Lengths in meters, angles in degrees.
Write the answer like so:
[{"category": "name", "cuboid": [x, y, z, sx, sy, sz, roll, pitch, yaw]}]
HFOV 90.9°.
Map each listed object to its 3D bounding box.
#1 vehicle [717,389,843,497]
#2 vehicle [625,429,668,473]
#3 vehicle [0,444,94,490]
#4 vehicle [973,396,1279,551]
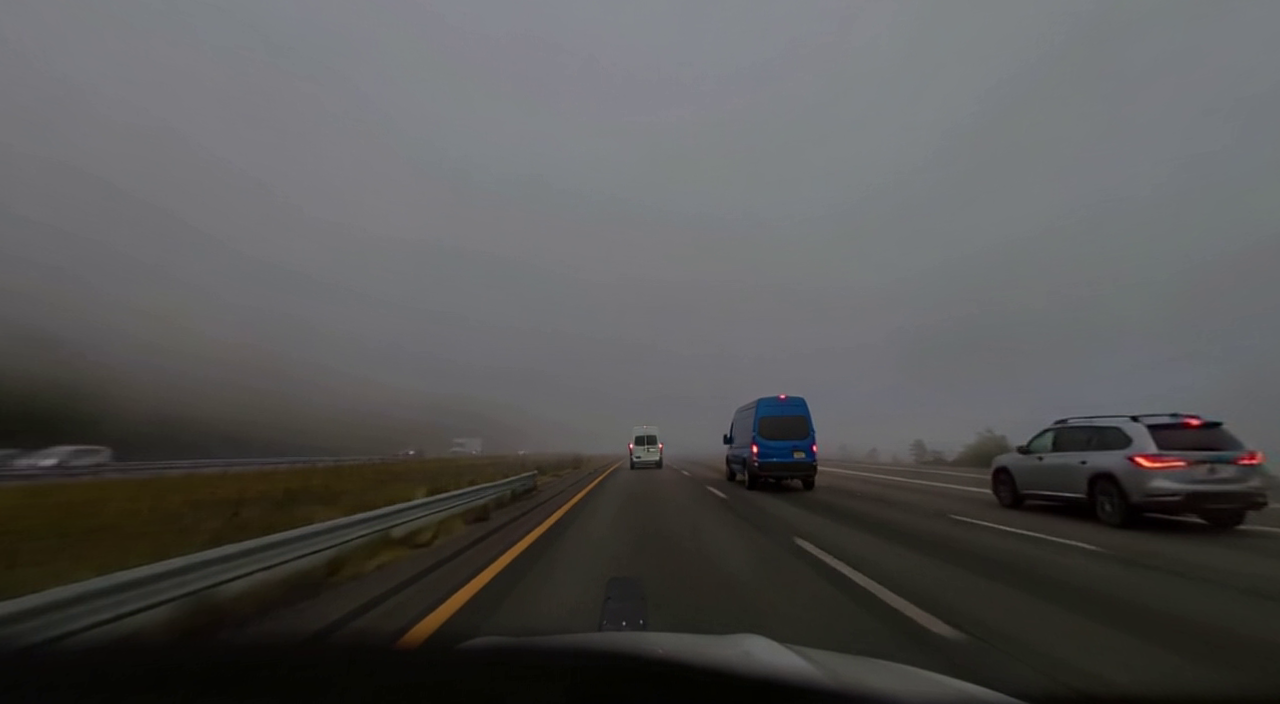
[{"category": "vehicle", "cuboid": [3.860, 2.710, 18.826, 2.302, 2.670, 6.176, 0, -8, 0]}, {"category": "vehicle", "cuboid": [0.353, 5.200, 33.288, 2.131, 2.122, 4.473, 0, -8, 1]}, {"category": "vehicle", "cuboid": [-24.717, 4.494, 24.881, 2.012, 1.697, 4.756, 0, -8, 1]}, {"category": "vehicle", "cuboid": [7.935, 1.870, 10.357, 2.240, 1.925, 4.854, 0, -8, 0]}]
